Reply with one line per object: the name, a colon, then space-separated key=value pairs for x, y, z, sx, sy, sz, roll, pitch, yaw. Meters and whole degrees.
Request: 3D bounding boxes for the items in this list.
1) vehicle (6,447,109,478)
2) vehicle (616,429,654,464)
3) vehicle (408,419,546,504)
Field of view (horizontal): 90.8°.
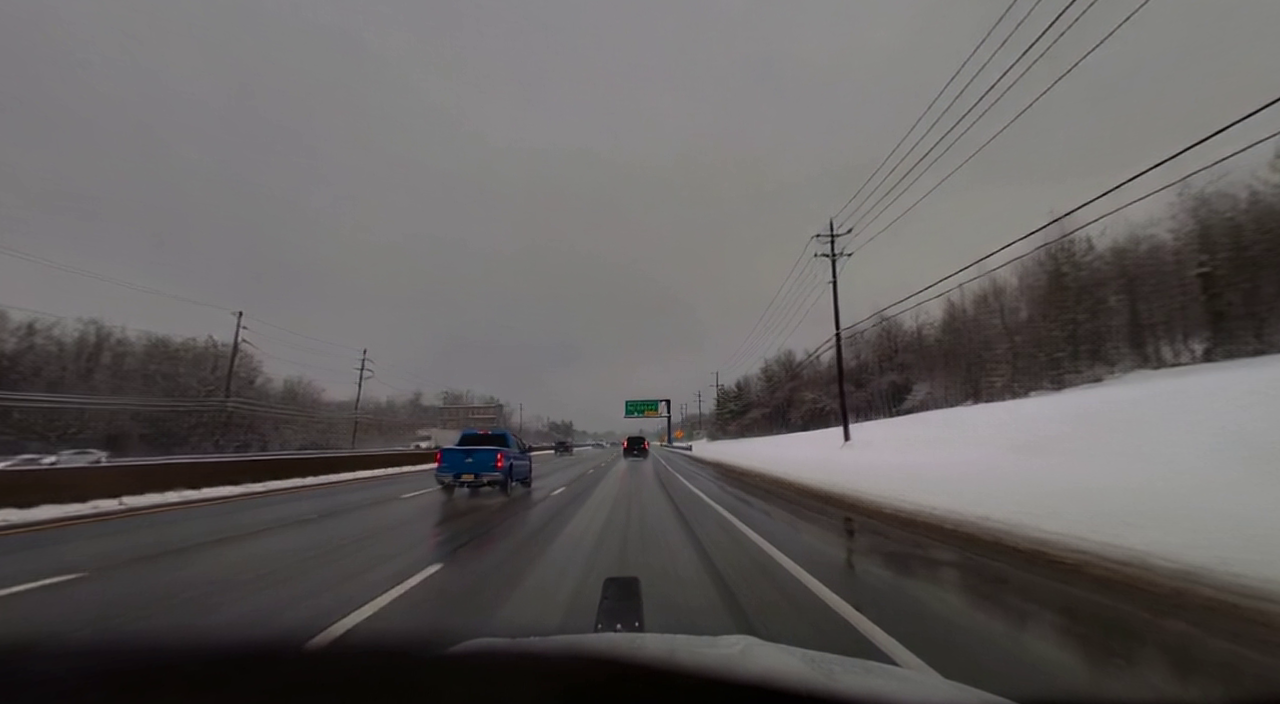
vehicle: x=-35.476 y=6.722 z=38.627 sx=1.798 sy=1.539 sz=4.716 roll=-4 pitch=-8 yaw=2
vehicle: x=-0.368 y=6.247 z=41.813 sx=2.358 sy=2.144 sz=4.713 roll=0 pitch=-8 yaw=-1
vehicle: x=-3.934 y=2.765 z=16.404 sx=2.204 sy=1.812 sz=5.289 roll=0 pitch=-8 yaw=0
